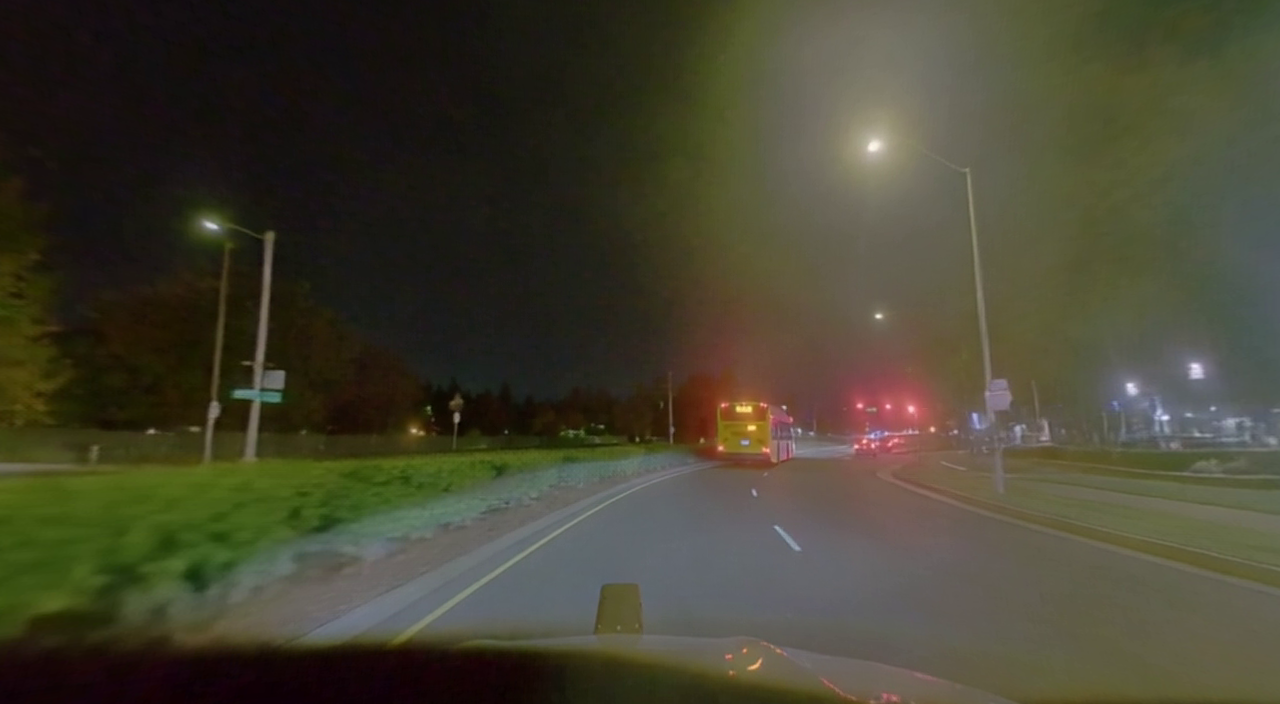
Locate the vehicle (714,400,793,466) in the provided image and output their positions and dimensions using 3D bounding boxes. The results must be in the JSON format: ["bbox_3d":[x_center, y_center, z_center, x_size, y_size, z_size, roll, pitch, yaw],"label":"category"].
[{"bbox_3d":[7.232,5.056,38.532,3.031,3.429,11.005,-3,-9,18],"label":"vehicle"}]
